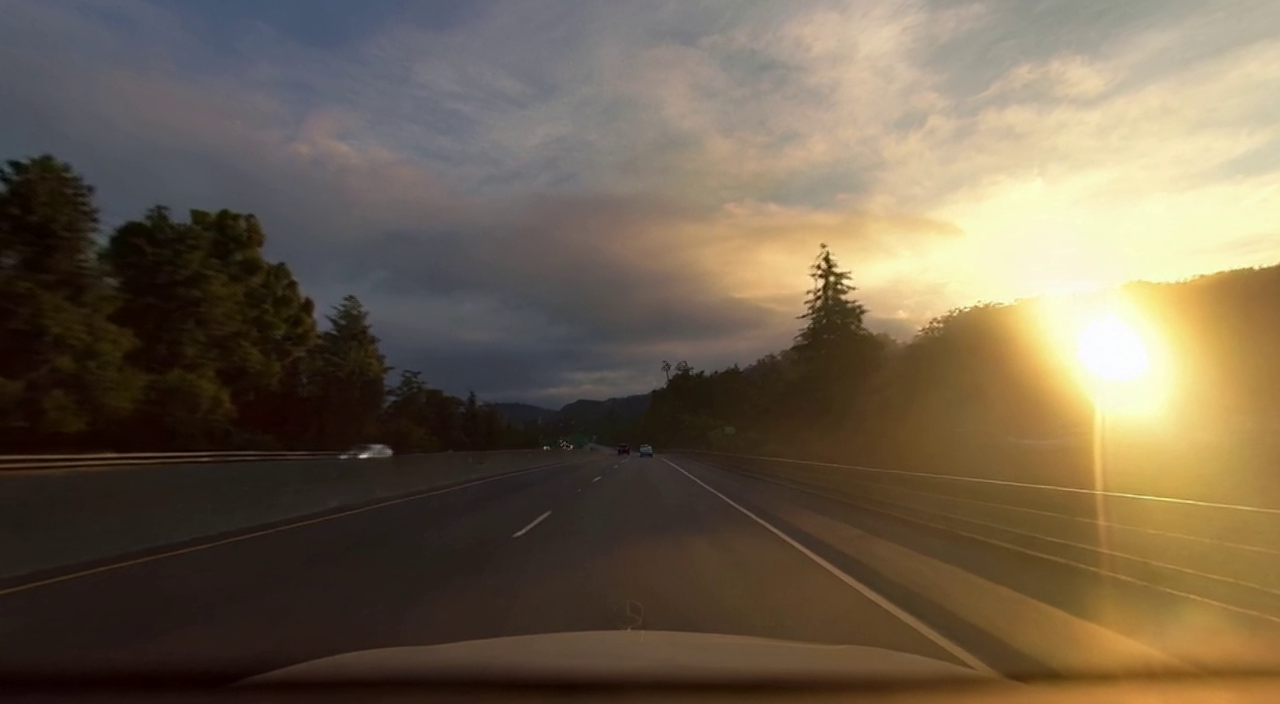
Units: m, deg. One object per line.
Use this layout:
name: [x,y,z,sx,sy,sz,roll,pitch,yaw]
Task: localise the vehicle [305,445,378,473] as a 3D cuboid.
vehicle: [-16.787,5.987,35.679,1.814,1.456,4.581,0,-8,1]
